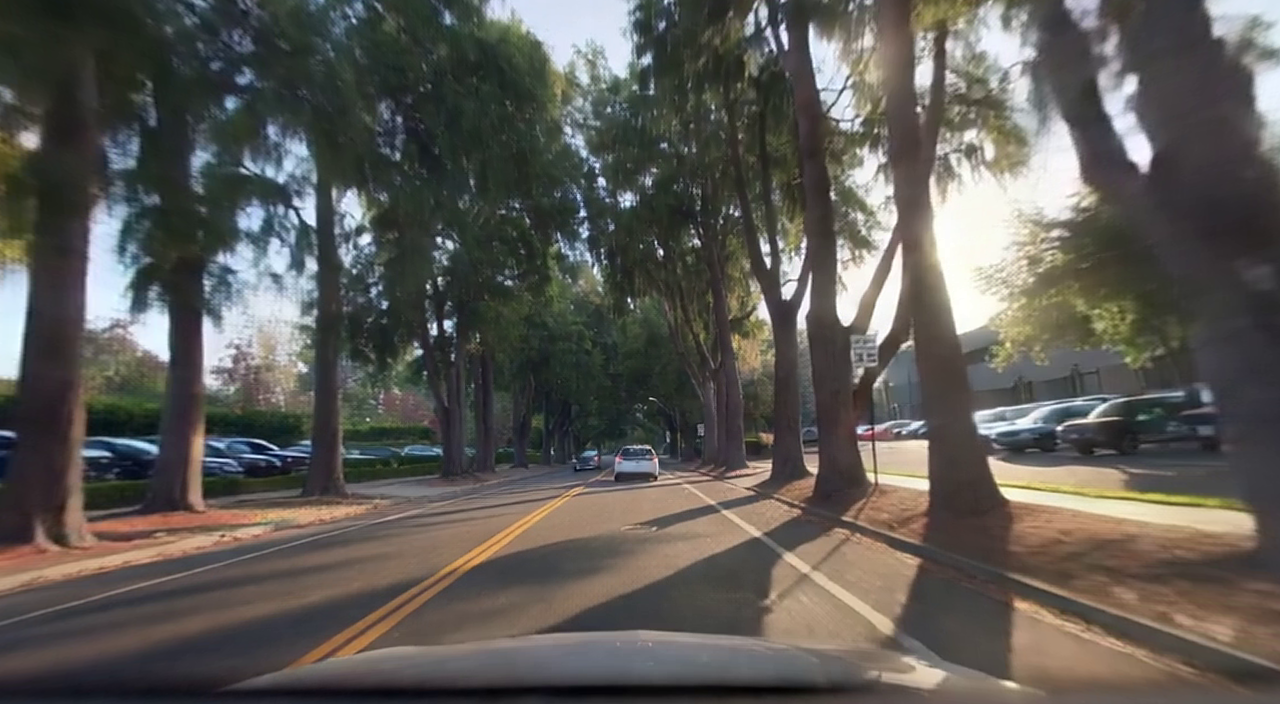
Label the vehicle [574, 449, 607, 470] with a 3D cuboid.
[{"bbox_3d":[-3.658,8.126,47.811,2.028,1.464,4.602,-1,-9,1],"label":"vehicle"}]

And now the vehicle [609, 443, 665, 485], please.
[{"bbox_3d":[-0.110,4.628,26.322,2.152,1.574,4.223,0,-9,0],"label":"vehicle"}]
